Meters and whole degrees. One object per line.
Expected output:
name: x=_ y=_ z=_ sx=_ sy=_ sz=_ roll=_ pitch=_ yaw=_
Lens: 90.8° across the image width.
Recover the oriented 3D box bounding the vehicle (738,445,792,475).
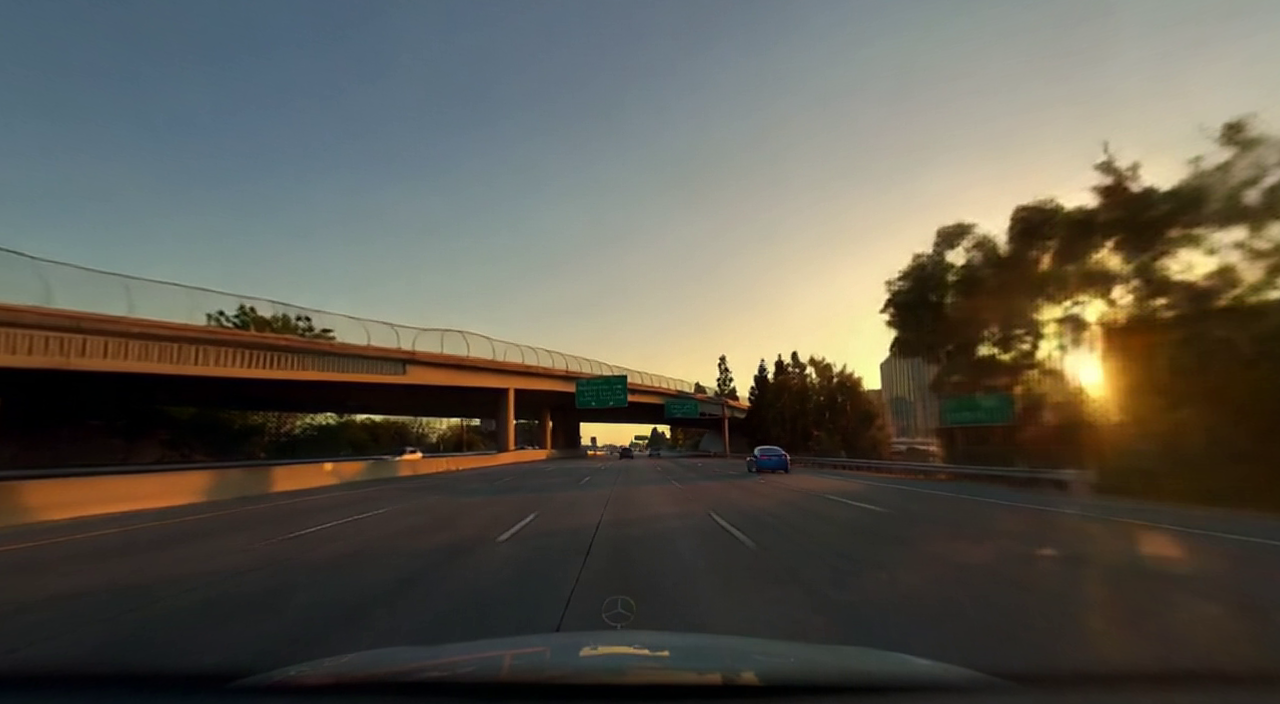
vehicle: x=6.883 y=5.969 z=35.188 sx=1.958 sy=1.498 sz=4.447 roll=0 pitch=-8 yaw=-2
